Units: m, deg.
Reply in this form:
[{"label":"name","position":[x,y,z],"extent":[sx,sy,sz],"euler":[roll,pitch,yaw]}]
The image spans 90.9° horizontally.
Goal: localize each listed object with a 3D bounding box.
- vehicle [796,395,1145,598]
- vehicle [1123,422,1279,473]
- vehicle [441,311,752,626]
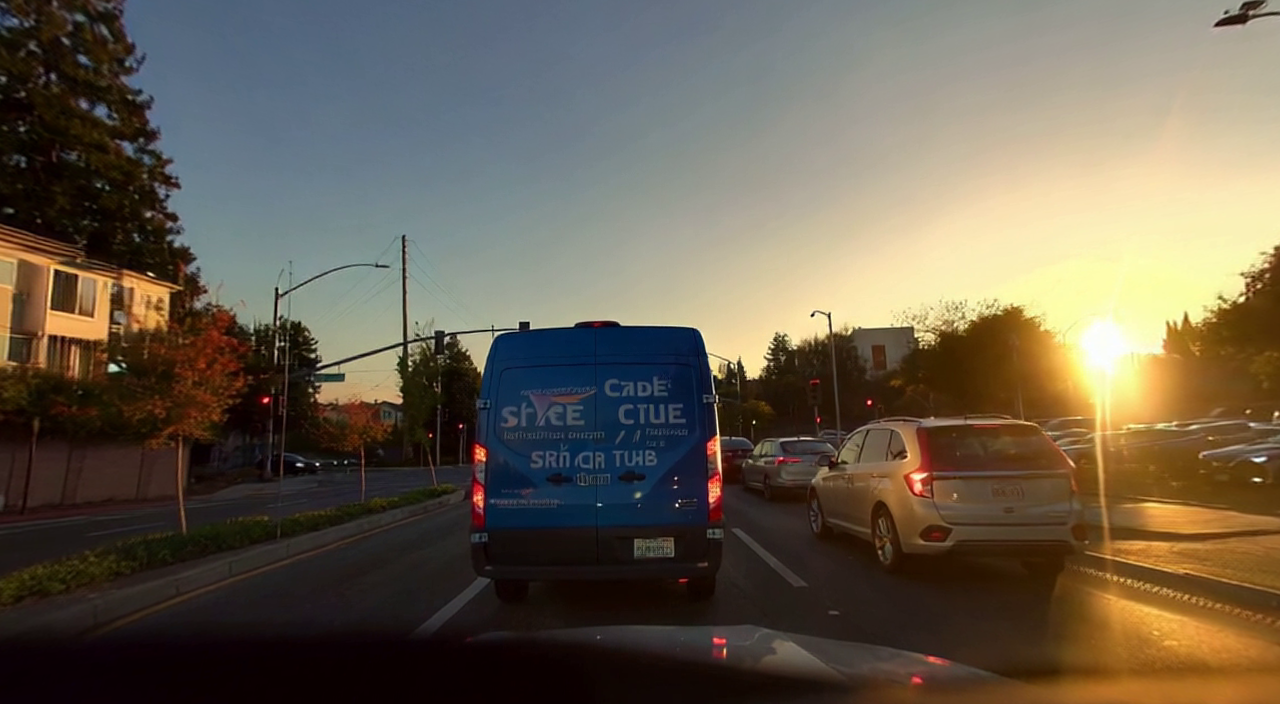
[{"label":"vehicle","position":[3.441,1.587,7.756],"extent":[1.965,1.771,4.295],"euler":[0,-8,0]},{"label":"vehicle","position":[17.193,2.889,19.140],"extent":[3.491,1.443,1.837],"euler":[0,-8,0]},{"label":"vehicle","position":[-0.301,1.257,7.540],"extent":[2.422,2.488,4.992],"euler":[0,-8,1]}]
